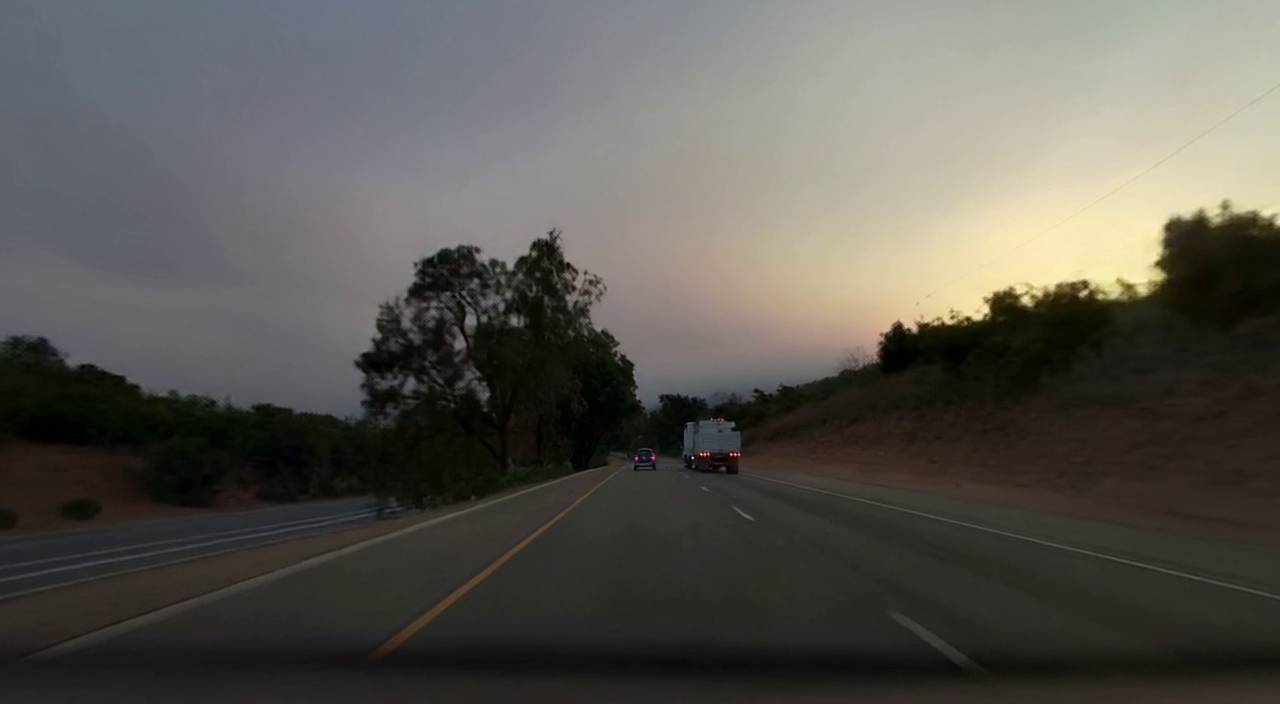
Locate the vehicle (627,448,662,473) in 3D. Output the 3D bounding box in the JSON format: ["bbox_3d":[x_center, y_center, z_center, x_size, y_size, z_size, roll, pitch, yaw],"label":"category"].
[{"bbox_3d":[0.329,6.967,40.570,2.170,1.544,4.373,0,-8,1],"label":"vehicle"}]

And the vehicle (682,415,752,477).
[{"bbox_3d":[4.330,5.557,37.205,3.015,3.211,7.982,0,-8,-1],"label":"vehicle"}]
